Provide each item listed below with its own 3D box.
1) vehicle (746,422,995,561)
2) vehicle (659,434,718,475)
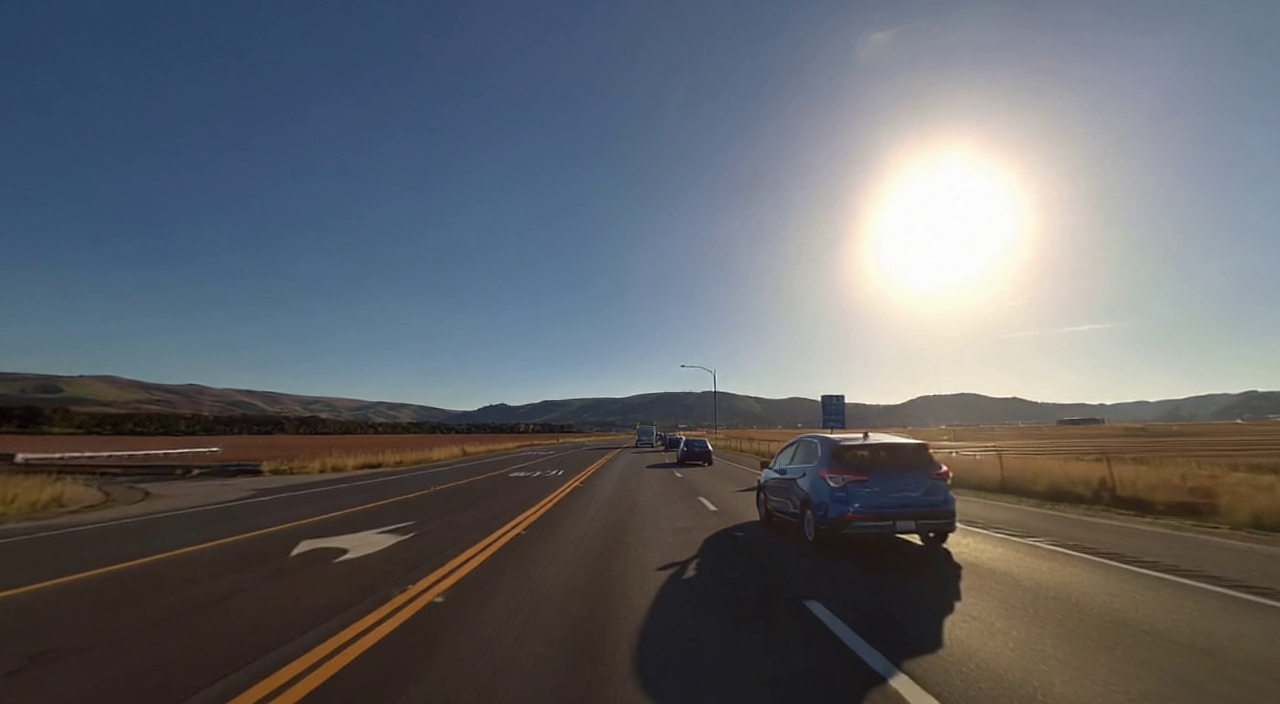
[{"bbox_3d":[2.925,1.859,9.114,2.007,1.534,3.976,0,-8,-1],"label":"vehicle"},{"bbox_3d":[1.916,4.244,26.350,2.026,1.531,4.273,0,-8,-1],"label":"vehicle"}]
